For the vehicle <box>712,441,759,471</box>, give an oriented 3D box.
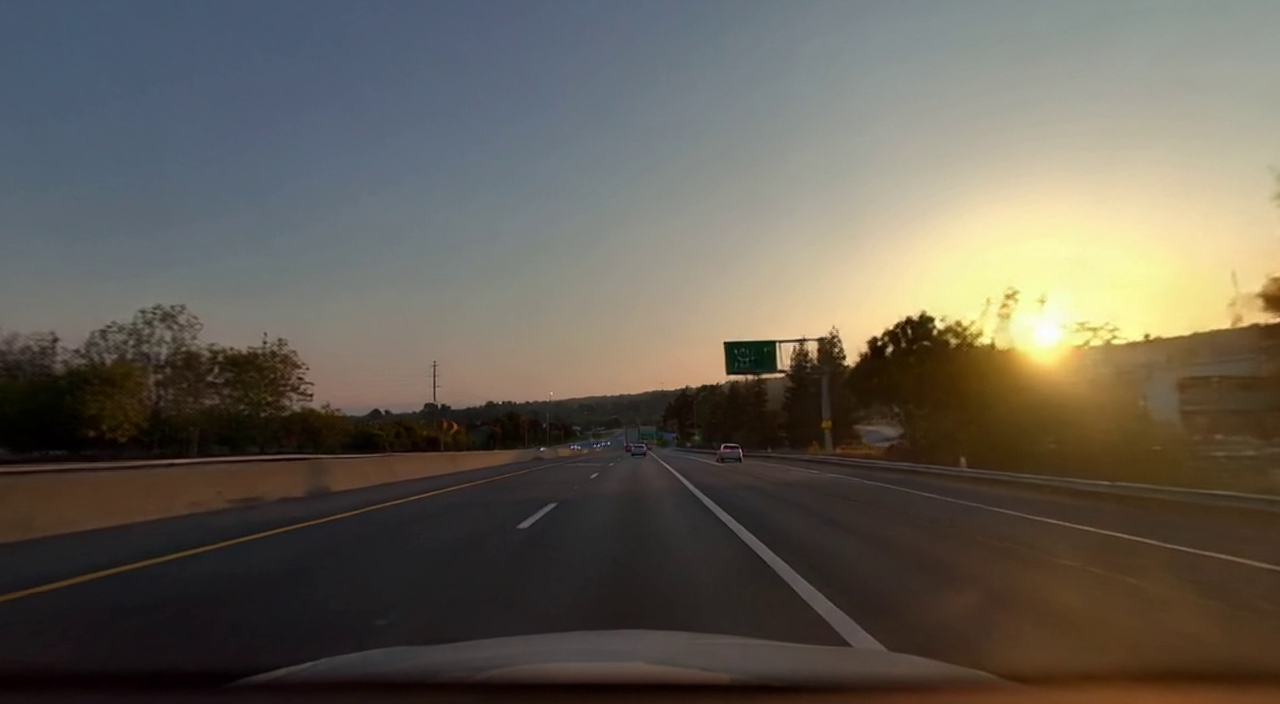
[{"bbox_3d":[5.587,6.142,37.418,2.085,1.594,4.848,0,-9,0],"label":"vehicle"}]
